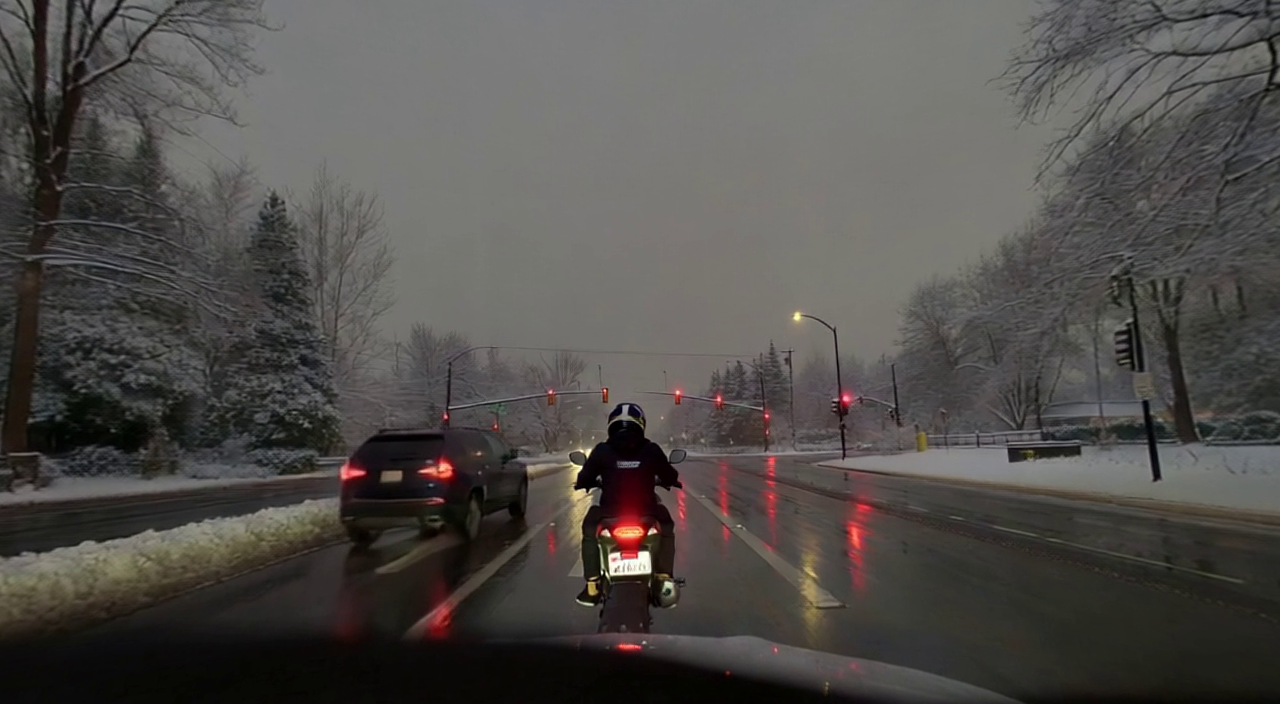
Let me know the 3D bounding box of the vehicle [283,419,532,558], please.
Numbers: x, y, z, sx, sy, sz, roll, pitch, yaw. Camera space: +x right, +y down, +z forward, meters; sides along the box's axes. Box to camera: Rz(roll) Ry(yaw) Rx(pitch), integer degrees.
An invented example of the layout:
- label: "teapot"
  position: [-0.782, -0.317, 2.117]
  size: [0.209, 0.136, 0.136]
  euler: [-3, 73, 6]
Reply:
- label: "vehicle"
  position: [-3.244, 2.014, 10.186]
  size: [2.056, 1.647, 5.045]
  euler: [-1, -8, 1]

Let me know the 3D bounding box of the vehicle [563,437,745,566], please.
- label: "vehicle"
  position: [0.126, 2.042, 9.524]
  size: [2.093, 1.450, 4.437]
  euler: [0, -8, -1]
